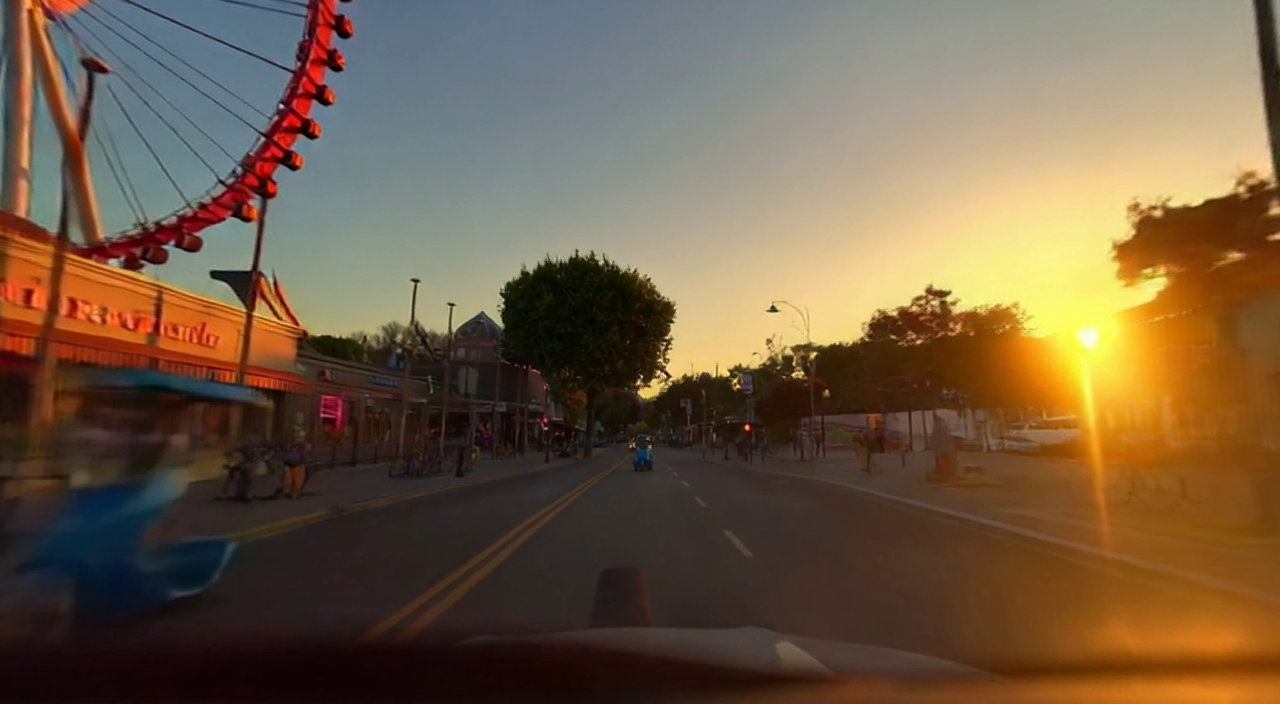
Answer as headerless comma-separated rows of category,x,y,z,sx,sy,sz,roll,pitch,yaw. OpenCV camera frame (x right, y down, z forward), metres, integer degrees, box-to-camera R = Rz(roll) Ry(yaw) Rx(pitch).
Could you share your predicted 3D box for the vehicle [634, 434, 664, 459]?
vehicle,0.665,7.268,48.550,2.221,1.773,4.228,0,-8,0
